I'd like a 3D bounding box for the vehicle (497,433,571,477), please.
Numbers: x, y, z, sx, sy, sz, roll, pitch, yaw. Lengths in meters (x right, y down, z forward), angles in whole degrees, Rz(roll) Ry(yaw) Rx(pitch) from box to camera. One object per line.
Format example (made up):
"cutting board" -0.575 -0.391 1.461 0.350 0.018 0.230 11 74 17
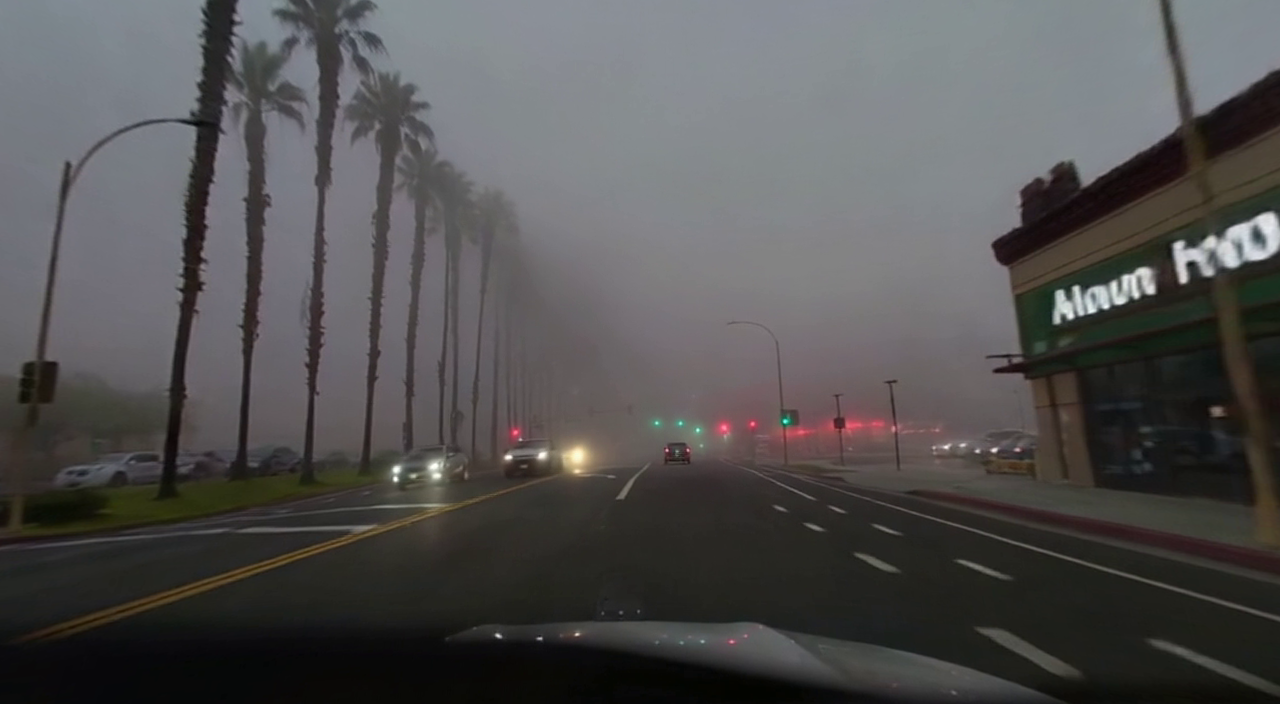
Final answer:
"vehicle" -5.182 5.145 31.795 2.551 1.995 5.615 0 -9 2

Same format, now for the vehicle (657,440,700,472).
"vehicle" 1.950 5.352 32.654 2.065 1.507 4.225 0 -9 2

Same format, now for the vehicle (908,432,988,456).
"vehicle" 21.638 6.491 44.409 2.028 1.556 4.625 5 -10 -29

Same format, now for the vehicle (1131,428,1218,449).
"vehicle" 37.583 6.114 44.365 1.789 1.377 4.162 4 -9 -25

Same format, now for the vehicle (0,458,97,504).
"vehicle" -21.085 4.305 20.832 4.552 1.389 1.779 -2 -10 2

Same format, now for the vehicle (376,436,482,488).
"vehicle" -9.018 4.752 27.626 2.328 1.976 5.915 0 -9 3

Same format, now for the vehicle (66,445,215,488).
"vehicle" -21.095 4.859 26.757 4.498 1.729 2.102 0 -9 1

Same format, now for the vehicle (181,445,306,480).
"vehicle" -20.643 5.776 32.912 5.050 1.758 2.134 0 -9 3

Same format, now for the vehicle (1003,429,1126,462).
"vehicle" 18.910 4.195 28.155 4.140 1.422 1.869 0 -9 0
